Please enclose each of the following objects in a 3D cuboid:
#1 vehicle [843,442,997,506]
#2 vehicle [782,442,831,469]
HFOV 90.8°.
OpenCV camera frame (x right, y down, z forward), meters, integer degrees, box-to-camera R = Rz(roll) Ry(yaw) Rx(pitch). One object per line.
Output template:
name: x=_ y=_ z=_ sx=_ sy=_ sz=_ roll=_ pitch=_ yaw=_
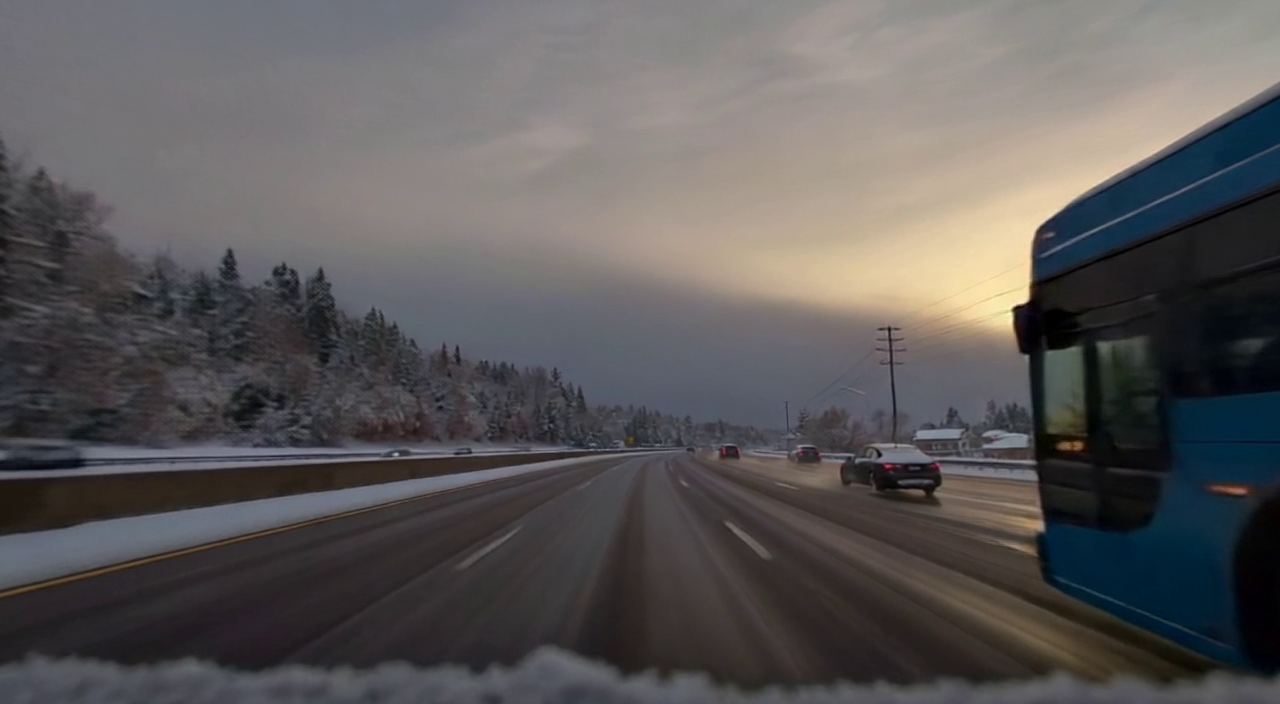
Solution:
vehicle: x=7.362 y=3.235 z=17.252 sx=2.047 sy=1.479 sz=4.593 roll=0 pitch=-9 yaw=-1
vehicle: x=11.418 y=7.150 z=43.658 sx=2.151 sy=1.734 sz=4.519 roll=0 pitch=-9 yaw=0
